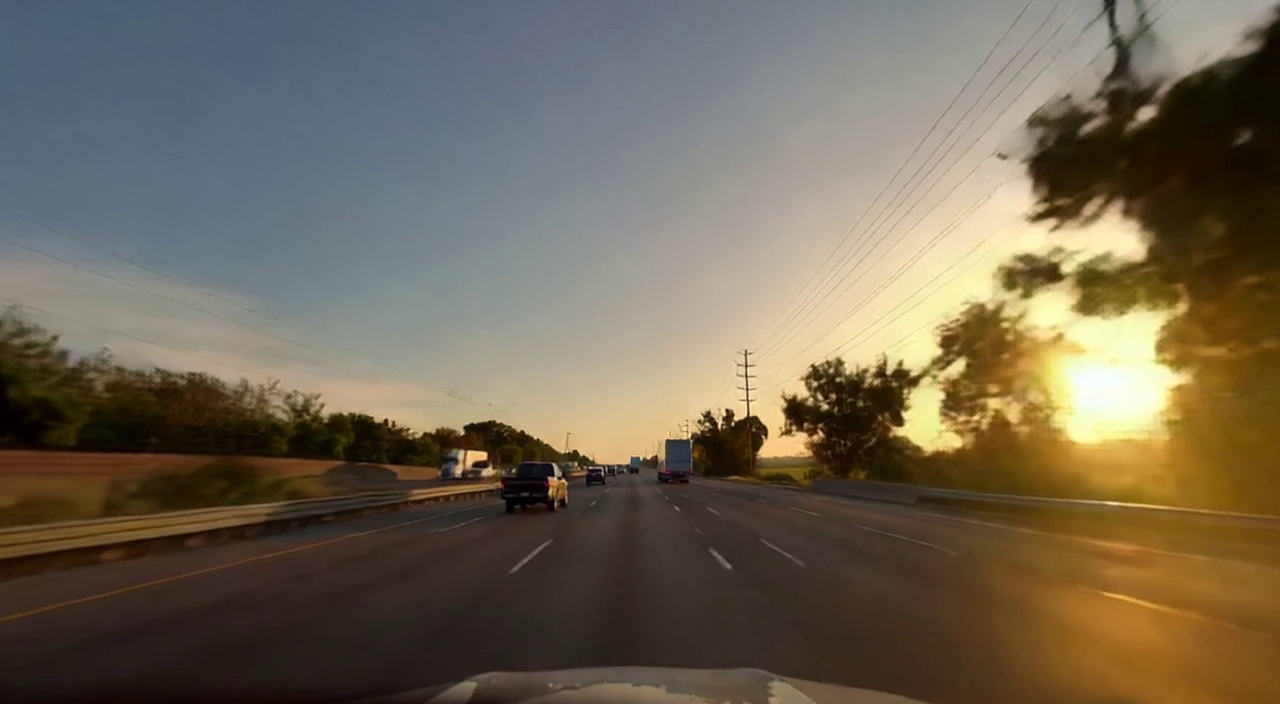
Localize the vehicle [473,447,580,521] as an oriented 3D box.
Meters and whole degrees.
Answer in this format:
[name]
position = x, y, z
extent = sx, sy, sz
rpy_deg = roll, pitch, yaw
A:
[vehicle]
position = -2.915, 3.569, 17.337
extent = 2.065, 1.722, 4.441
rpy_deg = 1, -10, 0
